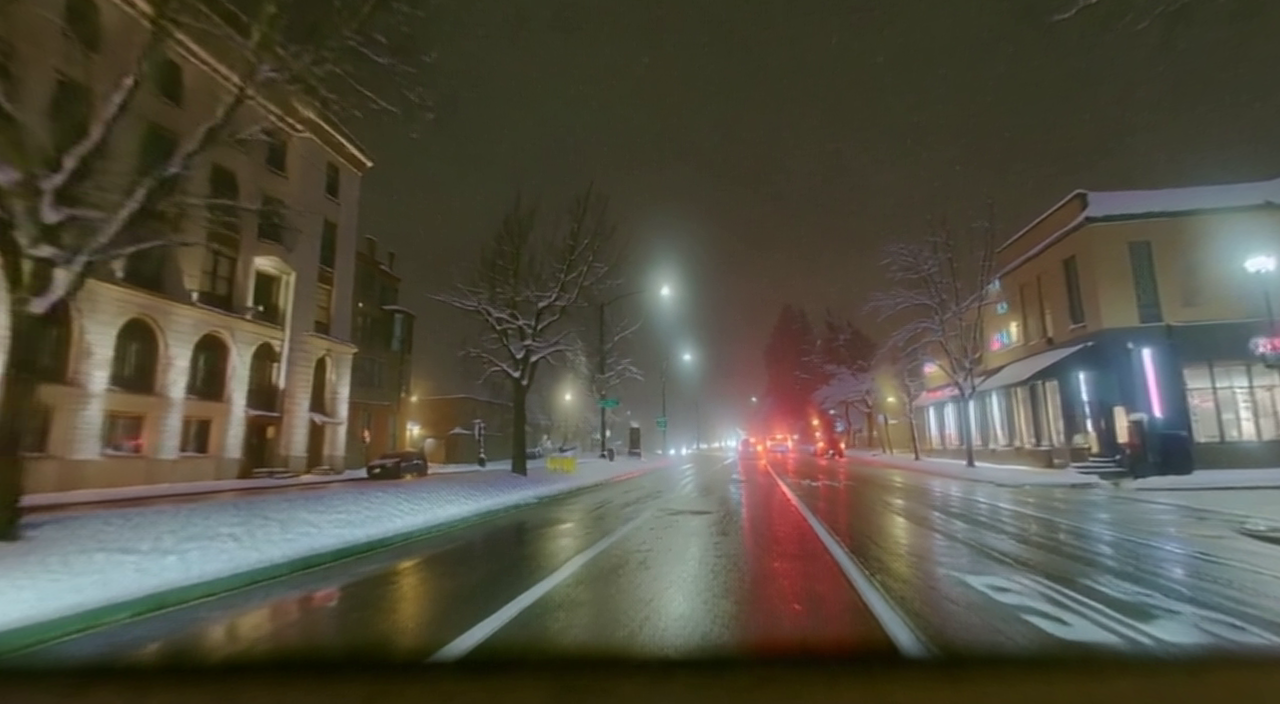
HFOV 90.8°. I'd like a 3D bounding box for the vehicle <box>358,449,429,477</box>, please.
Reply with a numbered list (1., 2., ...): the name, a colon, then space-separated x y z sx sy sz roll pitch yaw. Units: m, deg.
1. vehicle: -14.548 6.566 37.582 1.840 1.440 4.442 -4 -9 11
